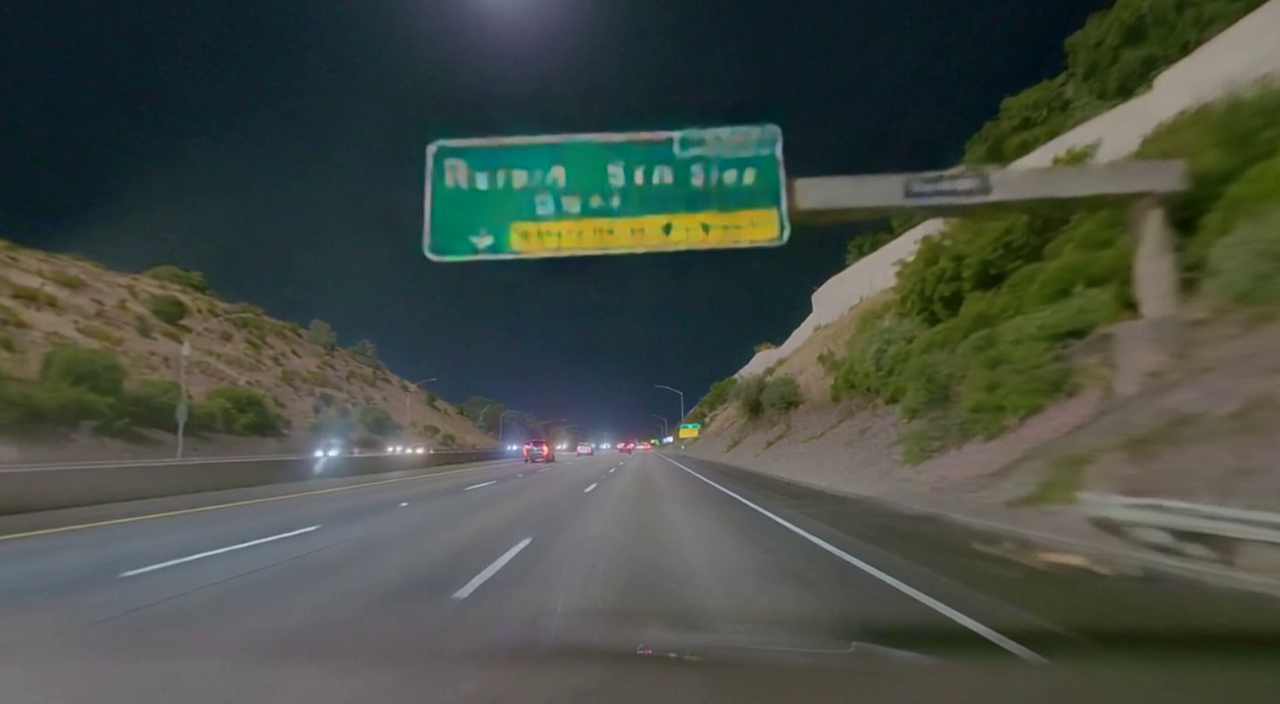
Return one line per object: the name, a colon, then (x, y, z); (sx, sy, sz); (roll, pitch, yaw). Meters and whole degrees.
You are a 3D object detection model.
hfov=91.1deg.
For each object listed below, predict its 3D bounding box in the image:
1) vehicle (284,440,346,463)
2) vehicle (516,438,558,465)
vehicle: (-22.410, 6.849, 43.469); (1.790, 1.478, 4.416); (0, -8, 2)
vehicle: (-6.626, 6.441, 40.796); (1.972, 1.660, 4.254); (0, -8, 0)
